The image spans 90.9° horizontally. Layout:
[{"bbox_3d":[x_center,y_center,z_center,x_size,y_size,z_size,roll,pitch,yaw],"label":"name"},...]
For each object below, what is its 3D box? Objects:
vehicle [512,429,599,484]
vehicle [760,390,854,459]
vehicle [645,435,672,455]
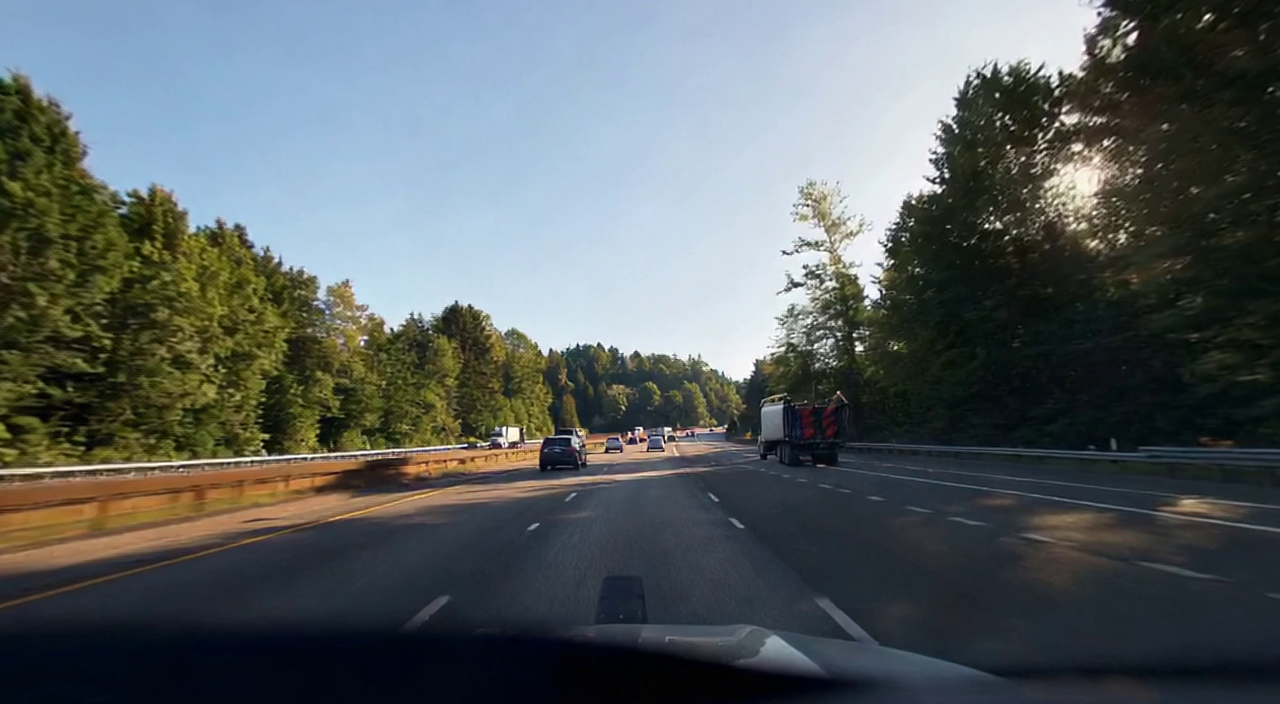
[{"bbox_3d":[-2.659,3.394,20.945,2.137,1.618,4.209,0,-8,2],"label":"vehicle"},{"bbox_3d":[10.509,4.815,41.072,2.999,3.901,10.127,0,-8,-2],"label":"vehicle"},{"bbox_3d":[1.422,7.250,49.333,2.004,1.465,3.842,0,-8,1],"label":"vehicle"}]
